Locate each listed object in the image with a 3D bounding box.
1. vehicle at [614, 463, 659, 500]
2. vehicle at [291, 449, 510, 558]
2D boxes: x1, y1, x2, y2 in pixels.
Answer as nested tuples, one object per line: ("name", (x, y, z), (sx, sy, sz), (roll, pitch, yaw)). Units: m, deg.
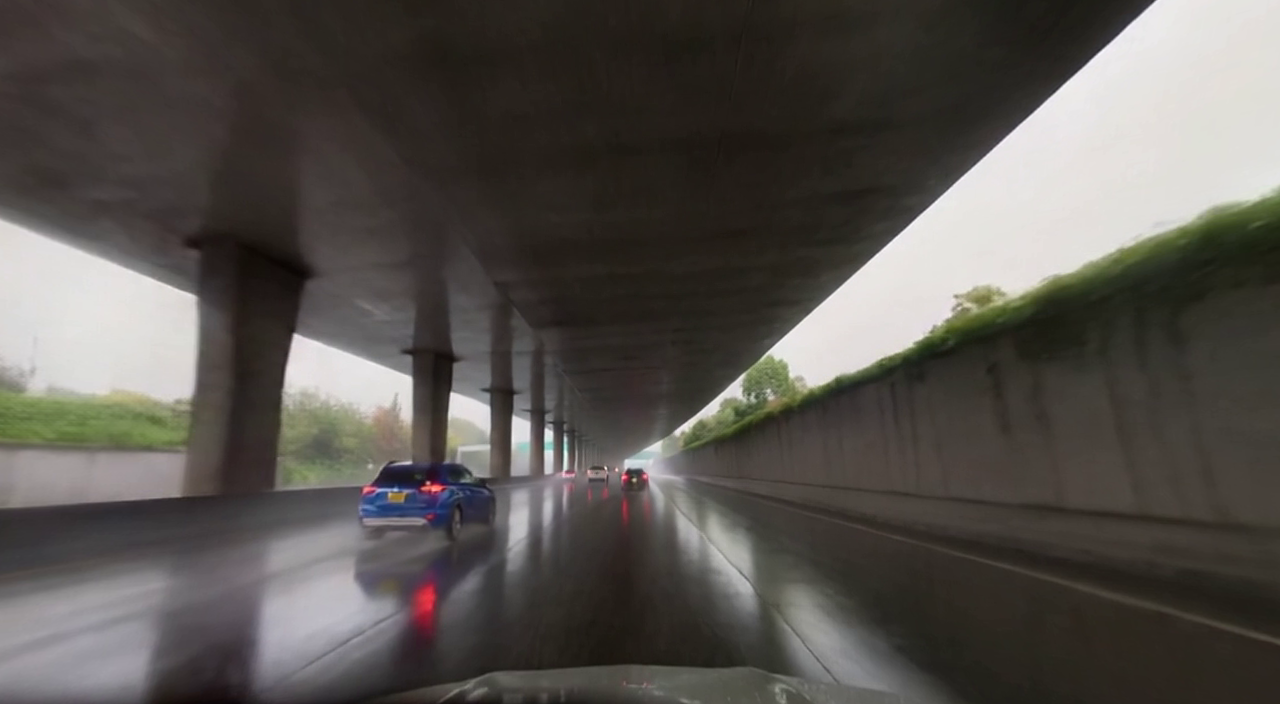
("vehicle", (-0.185, 6.026, 29.481), (1.992, 1.601, 3.762), (1, -11, -1))
("vehicle", (-3.962, 2.637, 11.519), (2.102, 1.521, 4.687), (1, -11, 1))
